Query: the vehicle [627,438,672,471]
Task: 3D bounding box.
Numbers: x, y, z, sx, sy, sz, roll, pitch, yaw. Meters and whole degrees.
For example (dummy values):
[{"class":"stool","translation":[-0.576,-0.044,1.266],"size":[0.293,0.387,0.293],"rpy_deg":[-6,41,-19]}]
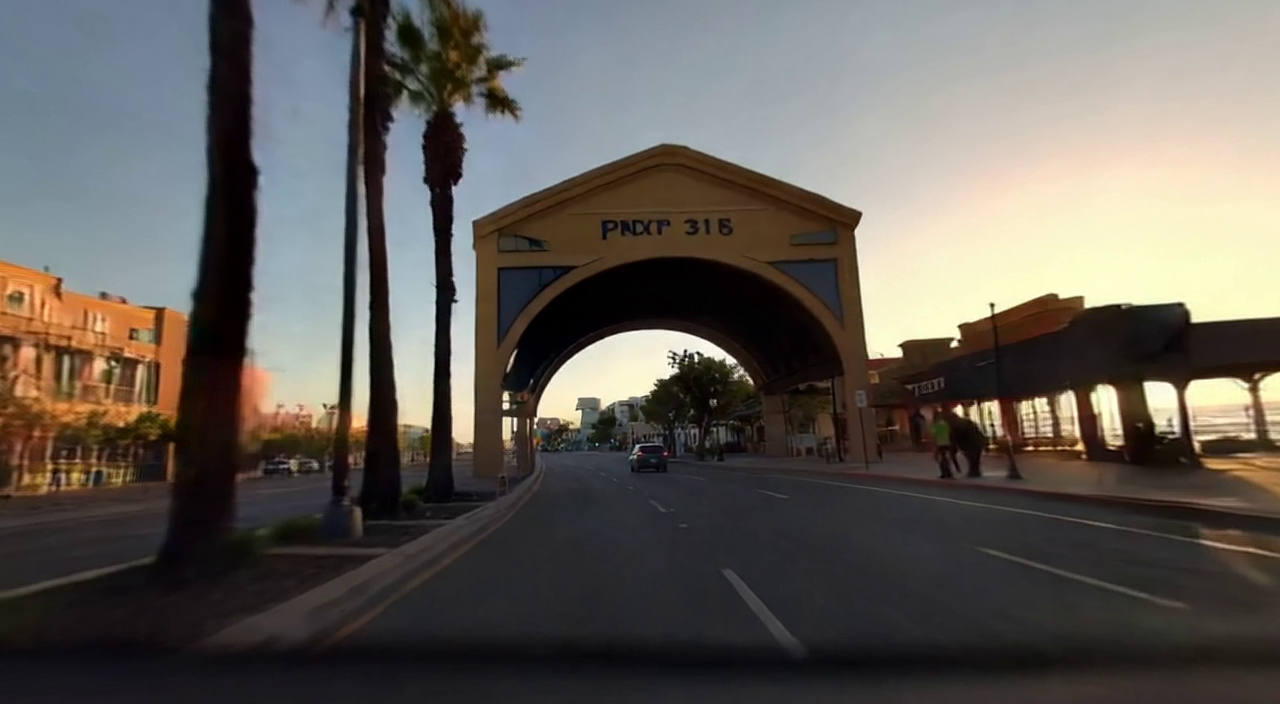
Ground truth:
[{"class":"vehicle","translation":[0.513,6.723,41.831],"size":[2.284,2.010,6.670],"rpy_deg":[1,-8,-5]}]
